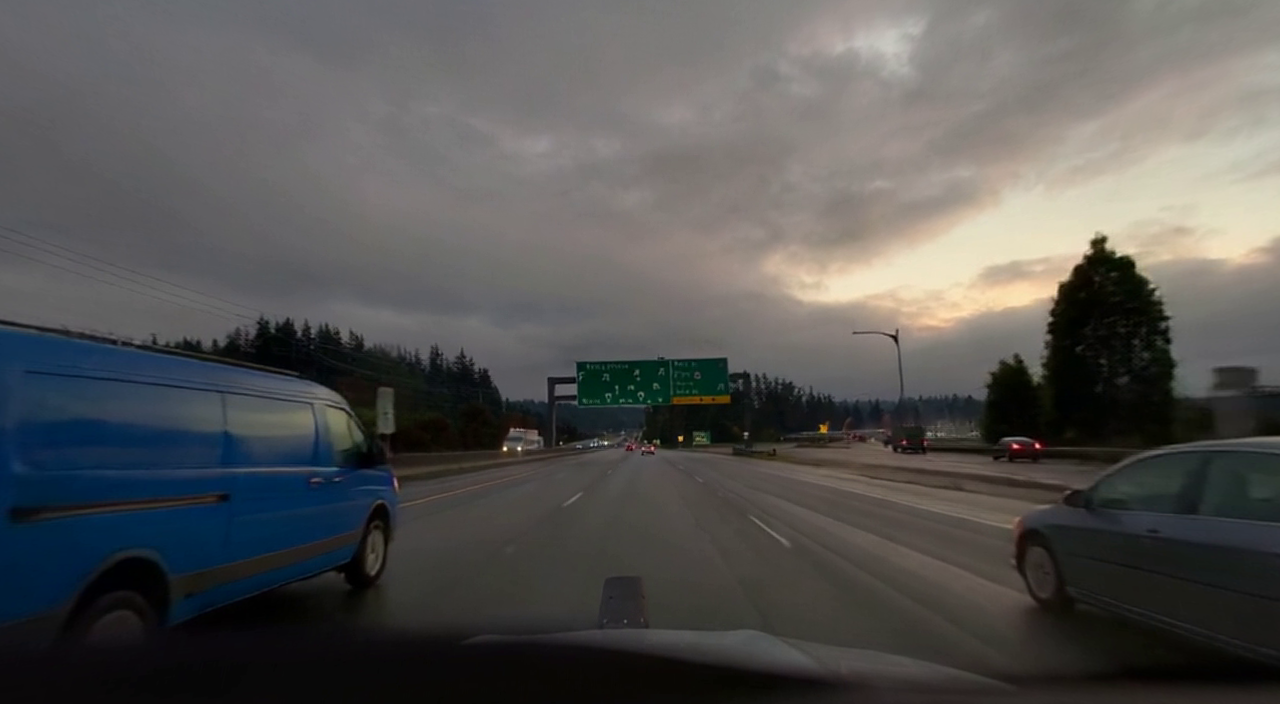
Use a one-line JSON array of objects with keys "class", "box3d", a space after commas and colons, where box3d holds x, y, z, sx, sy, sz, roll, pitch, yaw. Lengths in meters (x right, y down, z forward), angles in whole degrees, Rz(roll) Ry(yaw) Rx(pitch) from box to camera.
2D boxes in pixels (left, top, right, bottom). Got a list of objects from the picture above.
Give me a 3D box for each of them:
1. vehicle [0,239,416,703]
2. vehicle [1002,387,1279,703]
[{"class": "vehicle", "box3d": [-3.364, 0.845, 3.735, 2.281, 2.025, 4.586, 0, -8, 1]}, {"class": "vehicle", "box3d": [3.835, 0.985, 2.967, 1.909, 1.599, 3.943, 0, -8, 1]}]
